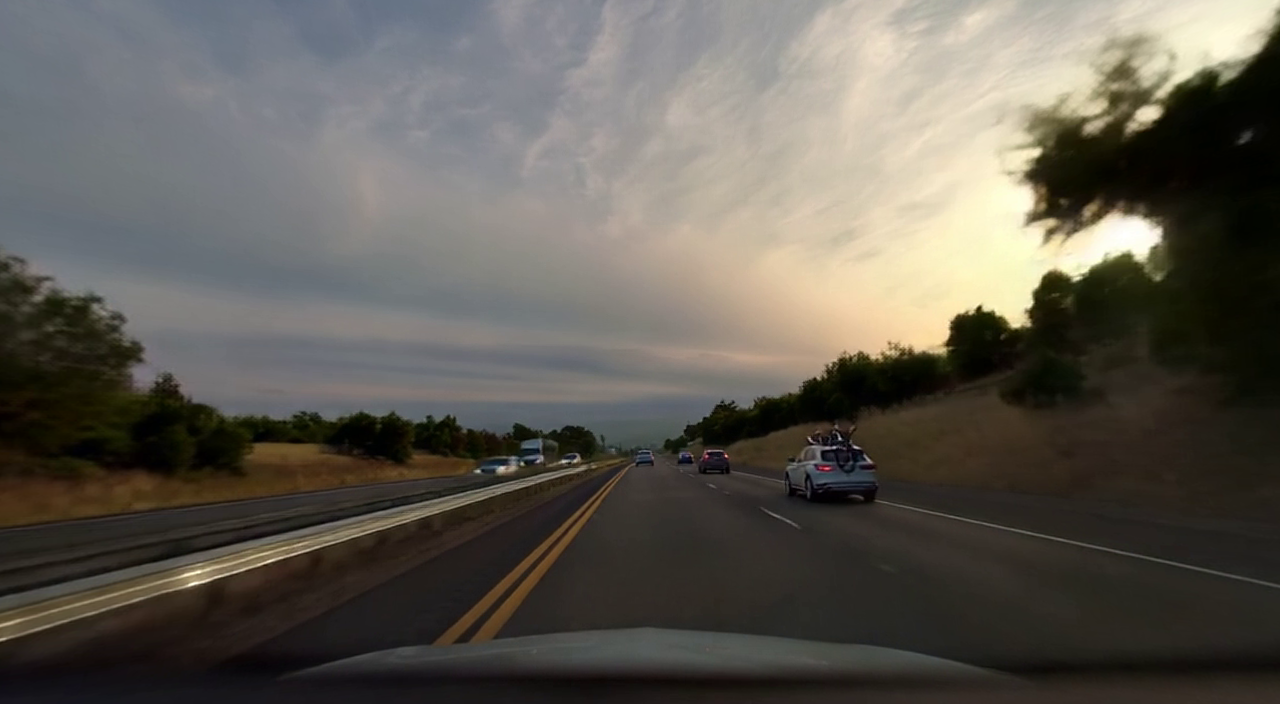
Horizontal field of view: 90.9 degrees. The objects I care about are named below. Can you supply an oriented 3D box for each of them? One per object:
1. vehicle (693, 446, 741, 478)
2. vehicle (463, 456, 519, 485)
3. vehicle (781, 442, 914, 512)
[{"bbox_3d":[4.272,6.204,35.848,2.122,1.662,4.392,0,-9,-1],"label":"vehicle"},{"bbox_3d":[-8.389,6.692,35.879,1.979,1.470,4.558,0,-9,1],"label":"vehicle"},{"bbox_3d":[4.964,3.023,15.691,1.964,1.513,3.707,0,-9,-1],"label":"vehicle"}]
